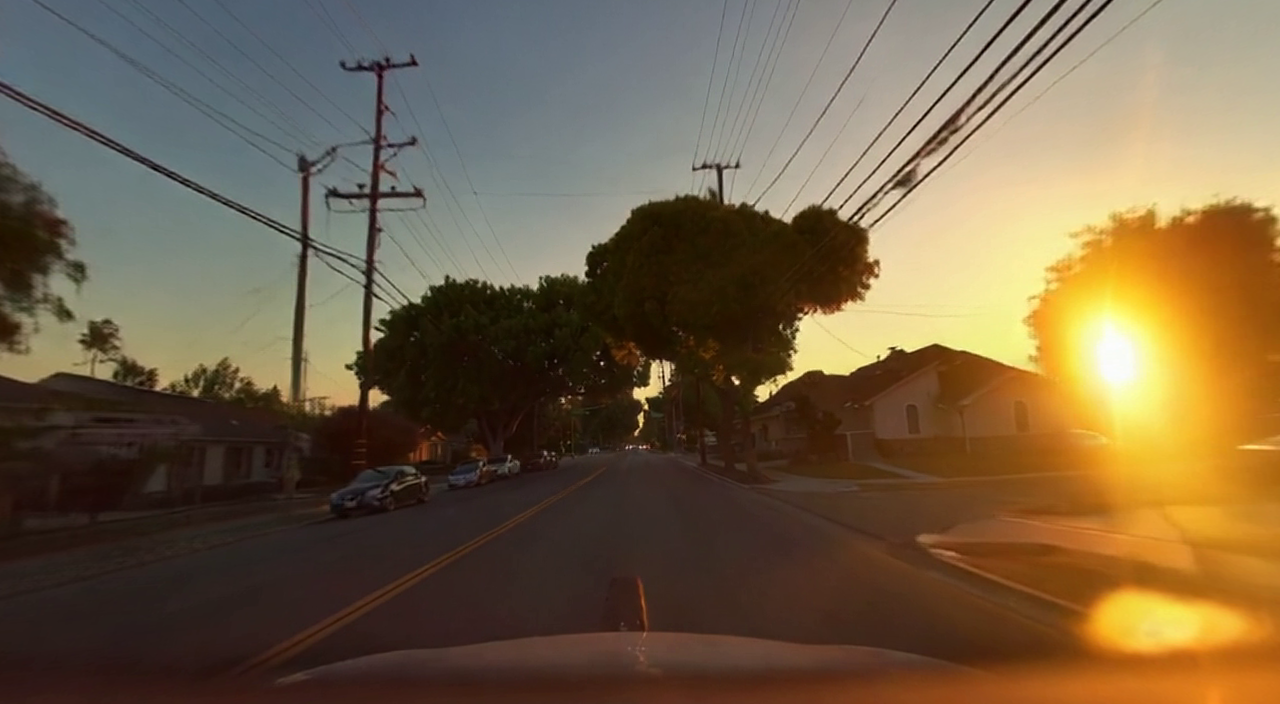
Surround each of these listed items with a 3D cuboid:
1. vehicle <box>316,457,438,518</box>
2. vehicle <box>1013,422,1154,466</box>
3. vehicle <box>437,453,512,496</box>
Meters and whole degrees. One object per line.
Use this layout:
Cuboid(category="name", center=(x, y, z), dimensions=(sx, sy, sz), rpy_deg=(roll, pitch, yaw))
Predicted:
Cuboid(category="vehicle", center=(-7.558, 3.892, 18.602), dimensions=(1.949, 1.512, 3.818), rpy_deg=(0, -9, -1))
Cuboid(category="vehicle", center=(17.351, 3.655, 25.152), dimensions=(1.883, 1.498, 5.152), rpy_deg=(-2, -8, 0))
Cuboid(category="vehicle", center=(-7.390, 5.489, 28.682), dimensions=(1.839, 1.494, 4.757), rpy_deg=(-9, -9, 2))
